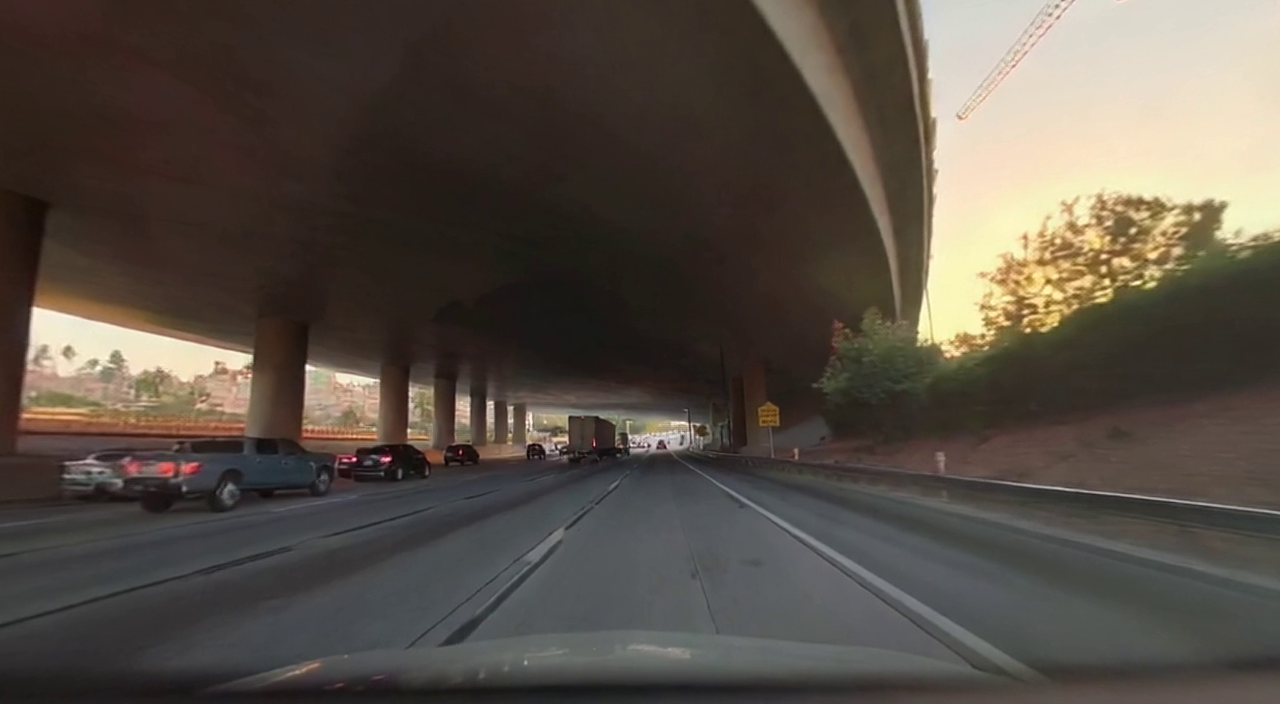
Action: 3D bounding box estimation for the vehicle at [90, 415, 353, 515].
[{"bbox_3d":[-10.158,2.835,16.336,2.394,2.056,6.251,0,-9,1],"label":"vehicle"}]
